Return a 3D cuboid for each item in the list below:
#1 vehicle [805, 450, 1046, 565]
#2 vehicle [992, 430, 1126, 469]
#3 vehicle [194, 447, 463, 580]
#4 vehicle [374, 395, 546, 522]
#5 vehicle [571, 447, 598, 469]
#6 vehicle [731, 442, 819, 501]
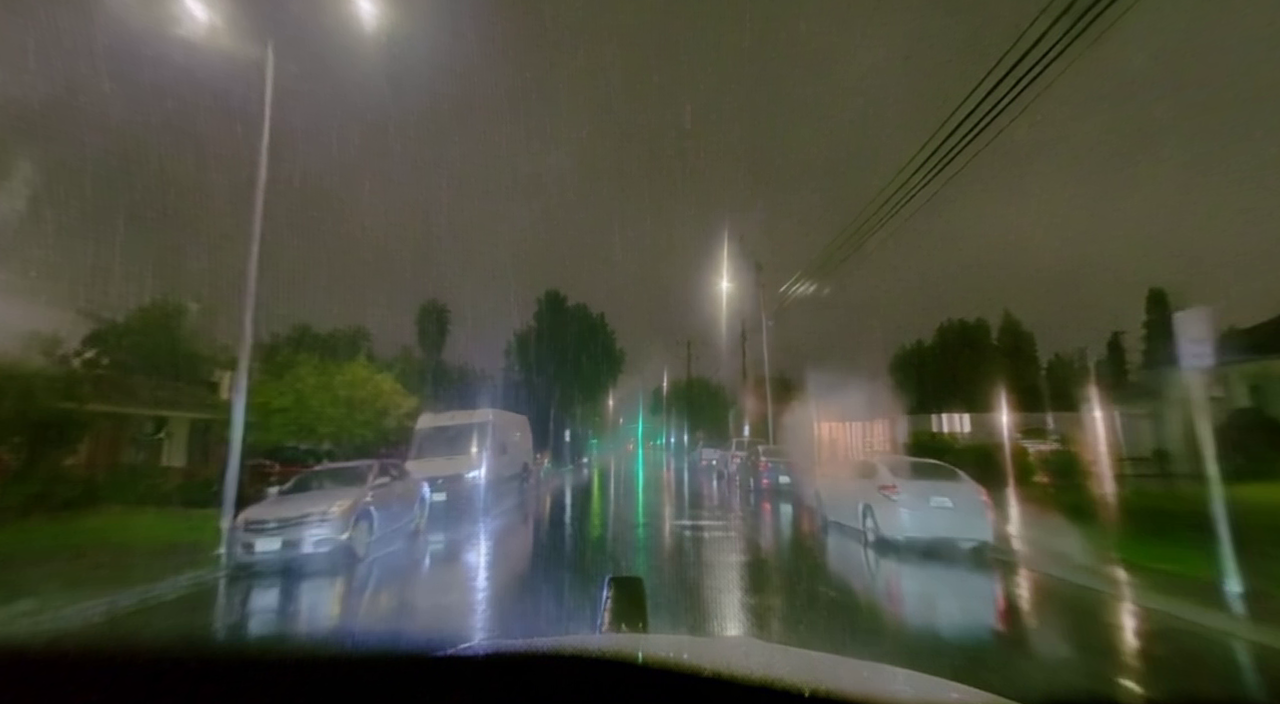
[{"bbox_3d":[4.164,2.300,10.084,1.846,1.351,4.272,2,-9,-1],"label":"vehicle"},{"bbox_3d":[21.981,5.111,33.159,5.271,1.913,2.466,0,-8,1],"label":"vehicle"},{"bbox_3d":[-4.779,2.489,10.701,2.023,1.568,4.942,-3,-8,1],"label":"vehicle"},{"bbox_3d":[-4.421,2.753,16.713,2.470,2.613,5.989,-4,-9,4],"label":"vehicle"},{"bbox_3d":[-4.282,8.261,49.046,1.870,1.562,4.212,0,-8,-1],"label":"vehicle"},{"bbox_3d":[4.111,3.682,19.831,1.839,1.520,4.498,3,-9,1],"label":"vehicle"}]
